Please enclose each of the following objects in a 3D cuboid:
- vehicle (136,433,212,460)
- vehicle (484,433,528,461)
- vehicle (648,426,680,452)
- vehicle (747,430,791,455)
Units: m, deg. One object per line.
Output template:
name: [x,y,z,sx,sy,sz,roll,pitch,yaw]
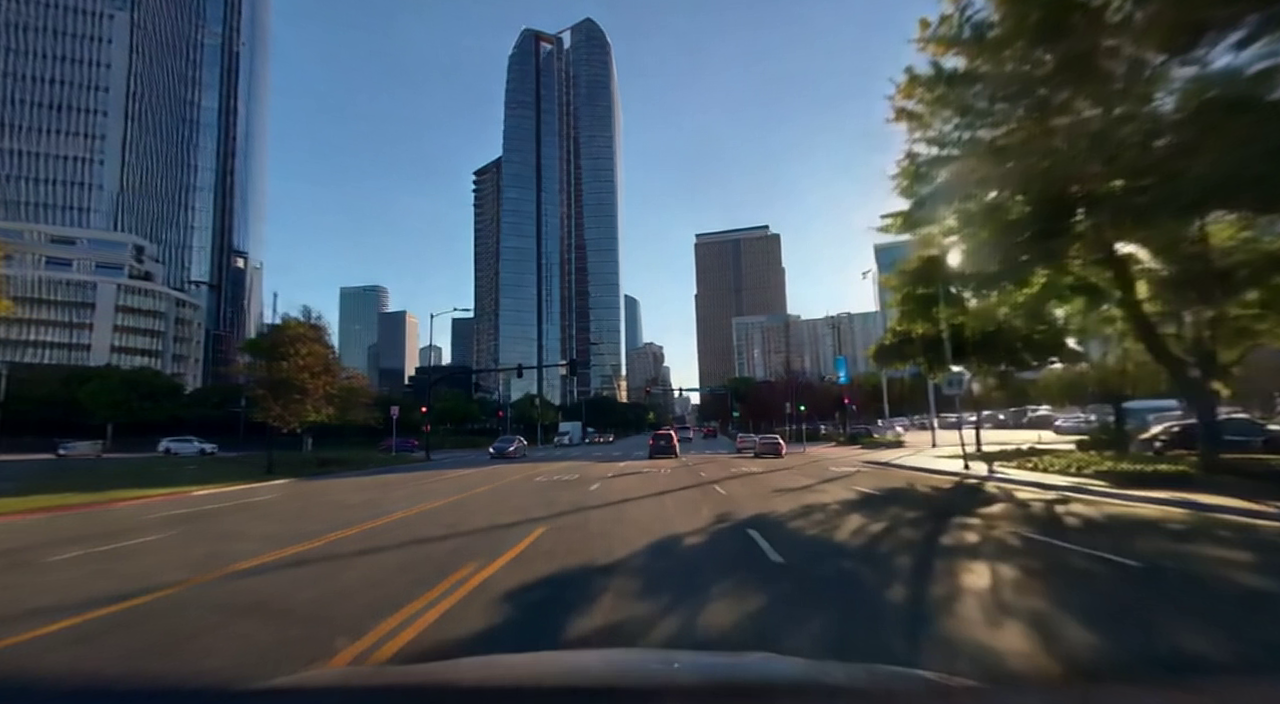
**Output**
vehicle: [-30.914,6.313,41.791,1.871,1.703,4.093,-1,-9,0]
vehicle: [-8.395,6.007,39.737,2.016,1.677,4.147,0,-8,-3]
vehicle: [1.679,6.440,46.193,2.203,1.801,4.331,0,-8,0]
vehicle: [7.917,5.631,38.846,1.896,1.463,4.296,0,-8,1]
